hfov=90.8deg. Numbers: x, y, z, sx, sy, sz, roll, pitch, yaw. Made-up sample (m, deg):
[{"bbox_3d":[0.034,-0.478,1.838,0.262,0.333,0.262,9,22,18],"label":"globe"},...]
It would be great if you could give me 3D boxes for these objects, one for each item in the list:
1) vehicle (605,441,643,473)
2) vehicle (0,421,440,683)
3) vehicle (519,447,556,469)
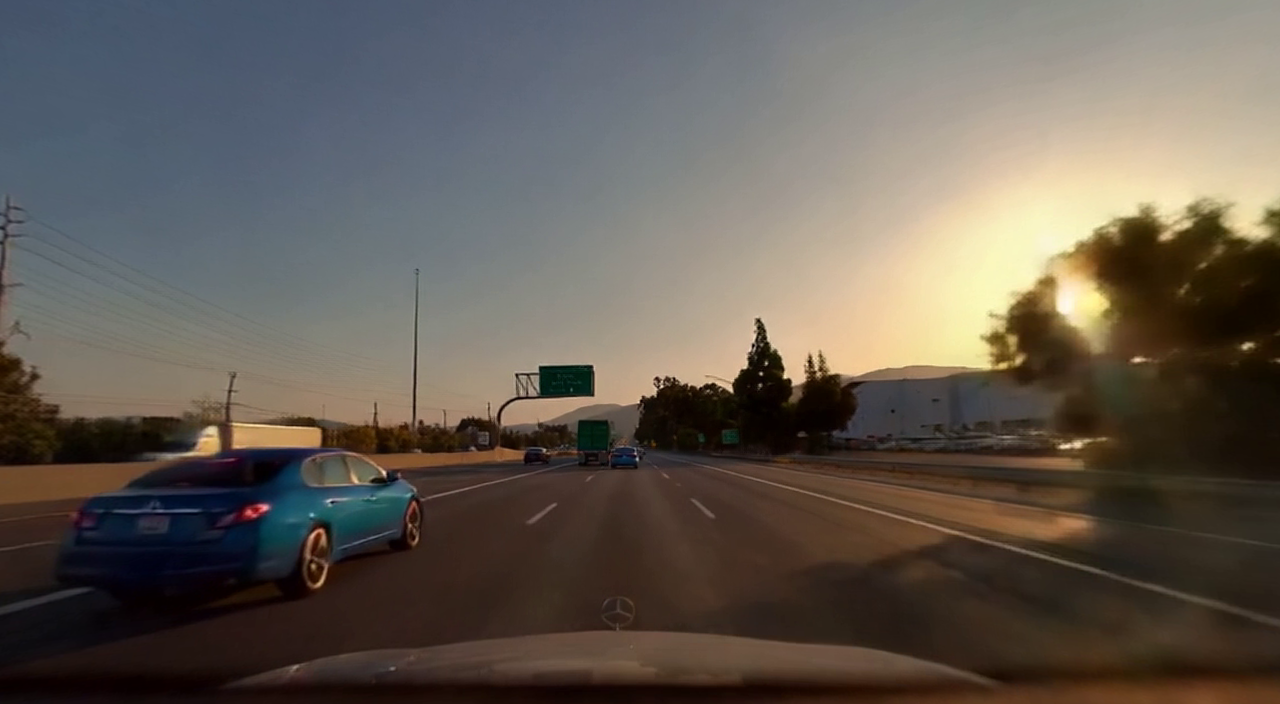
[{"bbox_3d":[-0.864,5.908,35.741,2.033,1.669,4.112,0,-9,0],"label":"vehicle"},{"bbox_3d":[-3.601,1.504,5.947,1.997,1.507,4.391,0,-9,0],"label":"vehicle"},{"bbox_3d":[-7.475,7.770,46.561,2.026,1.477,4.467,0,-9,0],"label":"vehicle"}]
